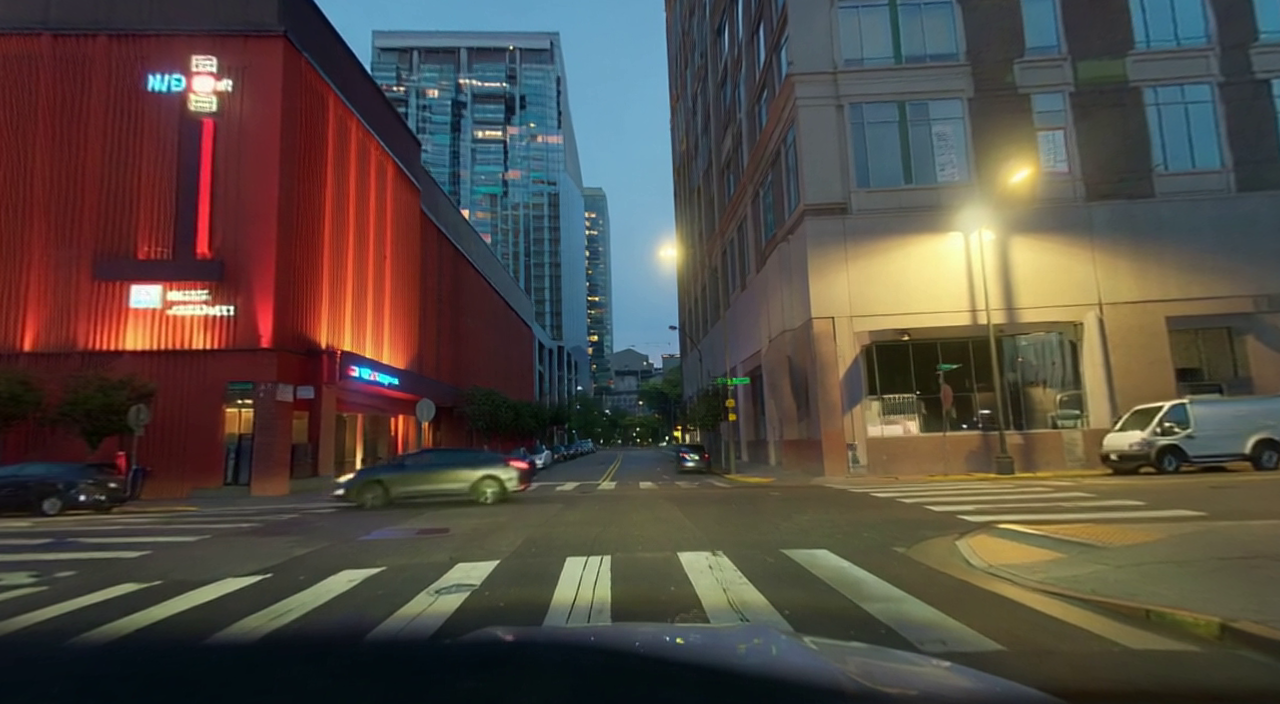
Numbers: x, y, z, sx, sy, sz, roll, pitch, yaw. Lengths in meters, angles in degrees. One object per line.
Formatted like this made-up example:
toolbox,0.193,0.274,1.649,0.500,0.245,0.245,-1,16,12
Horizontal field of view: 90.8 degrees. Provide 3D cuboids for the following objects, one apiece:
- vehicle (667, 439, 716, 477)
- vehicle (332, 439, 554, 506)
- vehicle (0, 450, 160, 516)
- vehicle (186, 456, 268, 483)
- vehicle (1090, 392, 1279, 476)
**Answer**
vehicle,2.440,5.154,30.923,1.917,1.680,4.500,0,-9,-1
vehicle,-4.597,2.908,15.552,4.877,1.482,2.041,1,-9,-7
vehicle,-16.147,3.486,17.076,4.558,1.635,2.008,1,-9,-6
vehicle,-24.242,6.891,37.173,3.618,1.412,1.587,-1,-9,-7
vehicle,18.545,2.722,20.911,5.384,2.586,2.358,0,-9,-1
